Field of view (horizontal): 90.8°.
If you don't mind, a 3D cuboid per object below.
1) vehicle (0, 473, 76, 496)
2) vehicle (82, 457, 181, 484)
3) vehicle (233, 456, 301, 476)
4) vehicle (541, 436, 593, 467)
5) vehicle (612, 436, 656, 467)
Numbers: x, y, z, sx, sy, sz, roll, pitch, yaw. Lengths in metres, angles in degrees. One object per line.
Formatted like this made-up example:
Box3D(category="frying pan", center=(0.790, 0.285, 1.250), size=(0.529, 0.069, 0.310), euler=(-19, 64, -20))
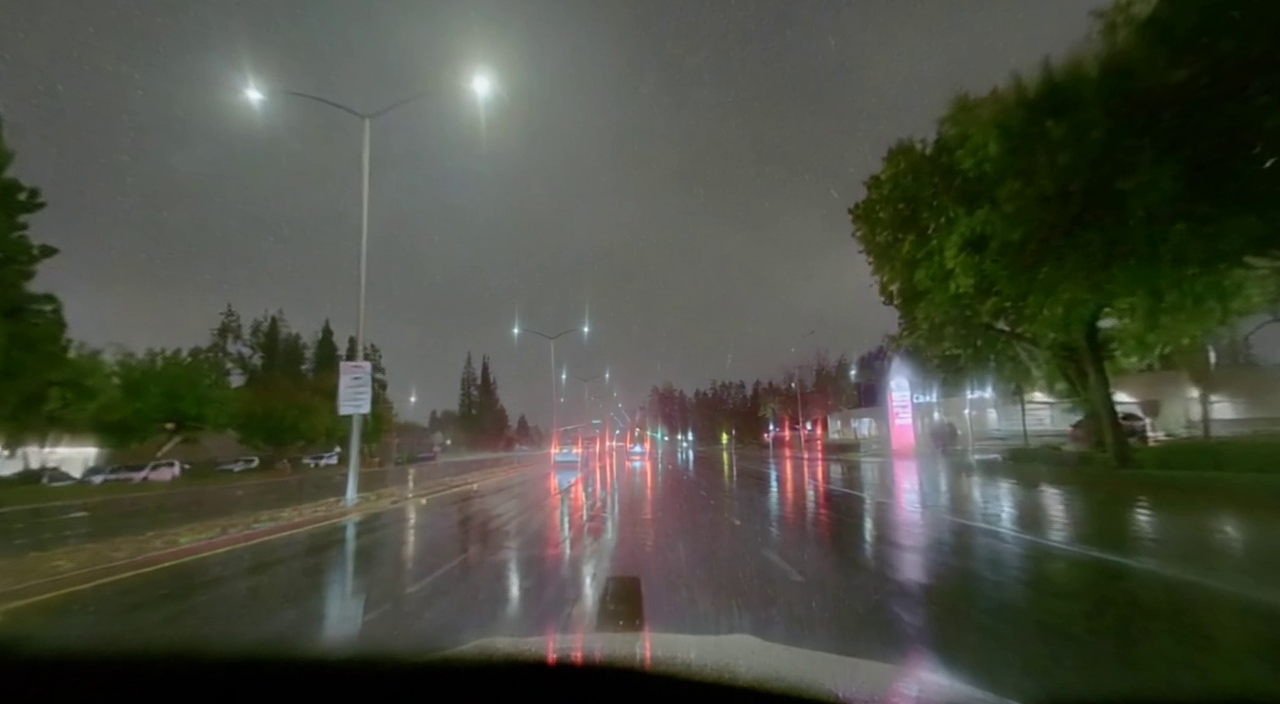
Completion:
Box3D(category="vehicle", center=(-41.517, 9.050, 43.129), size=(3.923, 1.400, 2.091), euler=(0, -8, -2))
Box3D(category="vehicle", center=(-28.772, 6.700, 35.827), size=(3.942, 1.471, 1.859), euler=(0, -8, -1))
Box3D(category="vehicle", center=(-29.292, 8.936, 49.635), size=(4.193, 1.435, 1.770), euler=(0, -8, 0))
Box3D(category="vehicle", center=(-3.685, 5.138, 32.687), size=(2.139, 1.487, 4.453), euler=(0, -8, 0))
Box3D(category="vehicle", center=(-0.314, 5.093, 32.496), size=(2.126, 1.475, 3.967), euler=(0, -8, -1))
